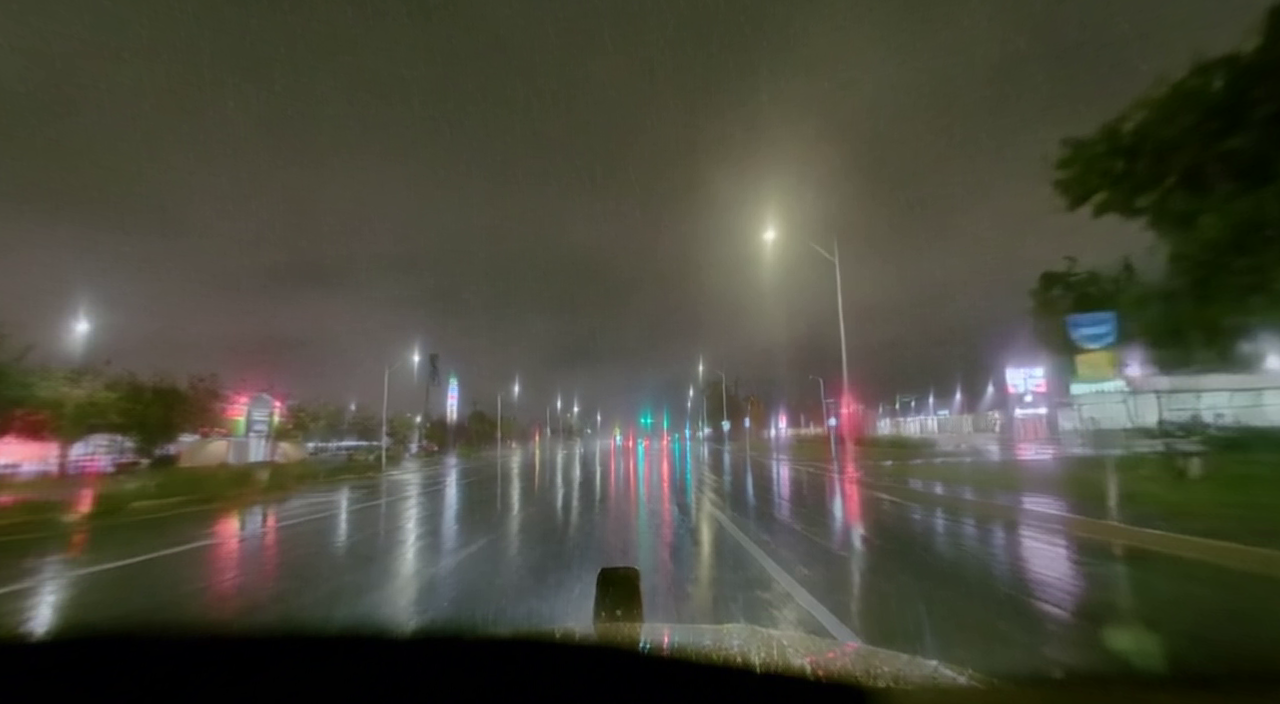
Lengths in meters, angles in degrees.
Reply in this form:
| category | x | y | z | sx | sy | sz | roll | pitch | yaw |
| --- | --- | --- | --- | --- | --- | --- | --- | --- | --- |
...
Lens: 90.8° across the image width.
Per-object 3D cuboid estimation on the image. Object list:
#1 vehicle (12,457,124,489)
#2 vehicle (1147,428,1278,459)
| category | x | y | z | sx | sy | sz | roll | pitch | yaw |
| --- | --- | --- | --- | --- | --- | --- | --- | --- | --- |
| vehicle | -33.615 | 7.136 | 37.229 | 4.743 | 1.760 | 2.046 | -1 | -9 | 4 |
| vehicle | 27.597 | 4.463 | 30.571 | 4.225 | 1.404 | 1.994 | -1 | -9 | 5 |
